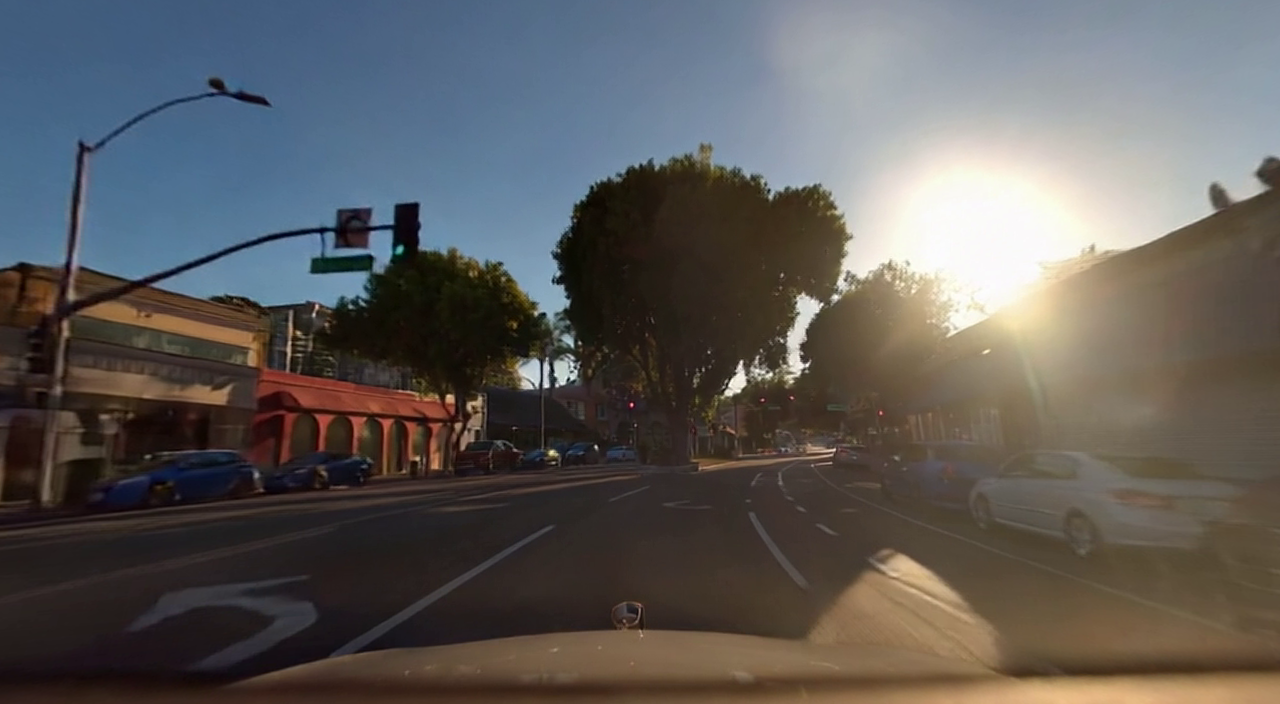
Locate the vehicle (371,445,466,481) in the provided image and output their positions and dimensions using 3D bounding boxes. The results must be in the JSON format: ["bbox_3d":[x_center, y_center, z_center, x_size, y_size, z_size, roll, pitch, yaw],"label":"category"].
[{"bbox_3d":[-9.771,4.929,28.366,1.811,1.459,4.702,-2,-9,12],"label":"vehicle"}]

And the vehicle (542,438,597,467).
[{"bbox_3d":[-4.890,7.068,44.647,2.083,1.882,4.642,-2,-9,17],"label":"vehicle"}]

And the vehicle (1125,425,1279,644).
[{"bbox_3d":[5.356,1.123,3.399,1.977,1.497,4.680,0,-8,4],"label":"vehicle"}]

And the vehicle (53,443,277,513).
[{"bbox_3d":[-11.716,3.089,16.087,1.882,1.508,4.476,-1,-8,7],"label":"vehicle"}]

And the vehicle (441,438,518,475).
[{"bbox_3d":[-8.368,5.487,33.458,1.933,1.759,5.002,-2,-9,11],"label":"vehicle"}]

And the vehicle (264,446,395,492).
[{"bbox_3d":[-10.883,4.098,22.583,1.841,1.444,4.554,-1,-9,9],"label":"vehicle"}]

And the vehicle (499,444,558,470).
[{"bbox_3d":[-6.786,6.455,39.056,1.830,1.497,4.436,-2,-9,16],"label":"vehicle"}]
